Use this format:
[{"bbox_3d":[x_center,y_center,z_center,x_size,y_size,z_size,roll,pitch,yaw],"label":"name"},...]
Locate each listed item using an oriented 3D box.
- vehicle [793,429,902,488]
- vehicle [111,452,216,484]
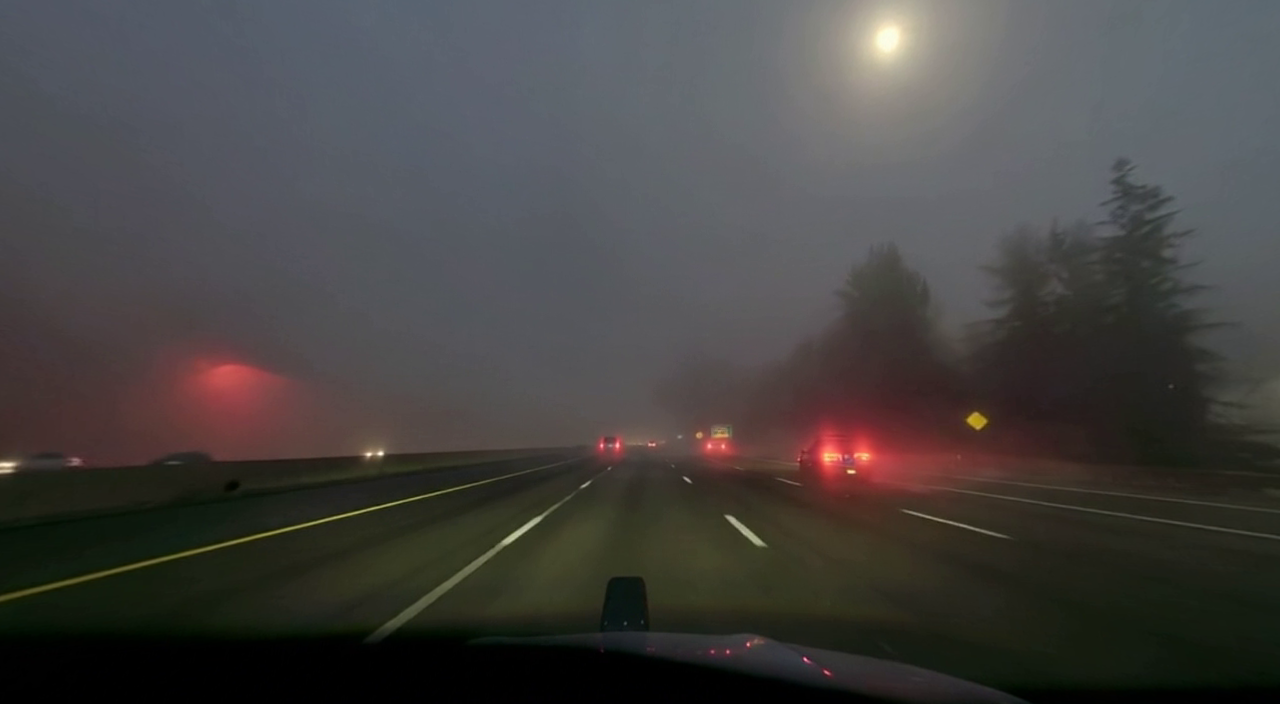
[{"bbox_3d":[6.623,3.449,20.663,2.063,1.706,4.259,0,-8,-1],"label":"vehicle"},{"bbox_3d":[-25.465,6.181,33.953,1.937,1.509,4.654,0,-8,1],"label":"vehicle"}]
